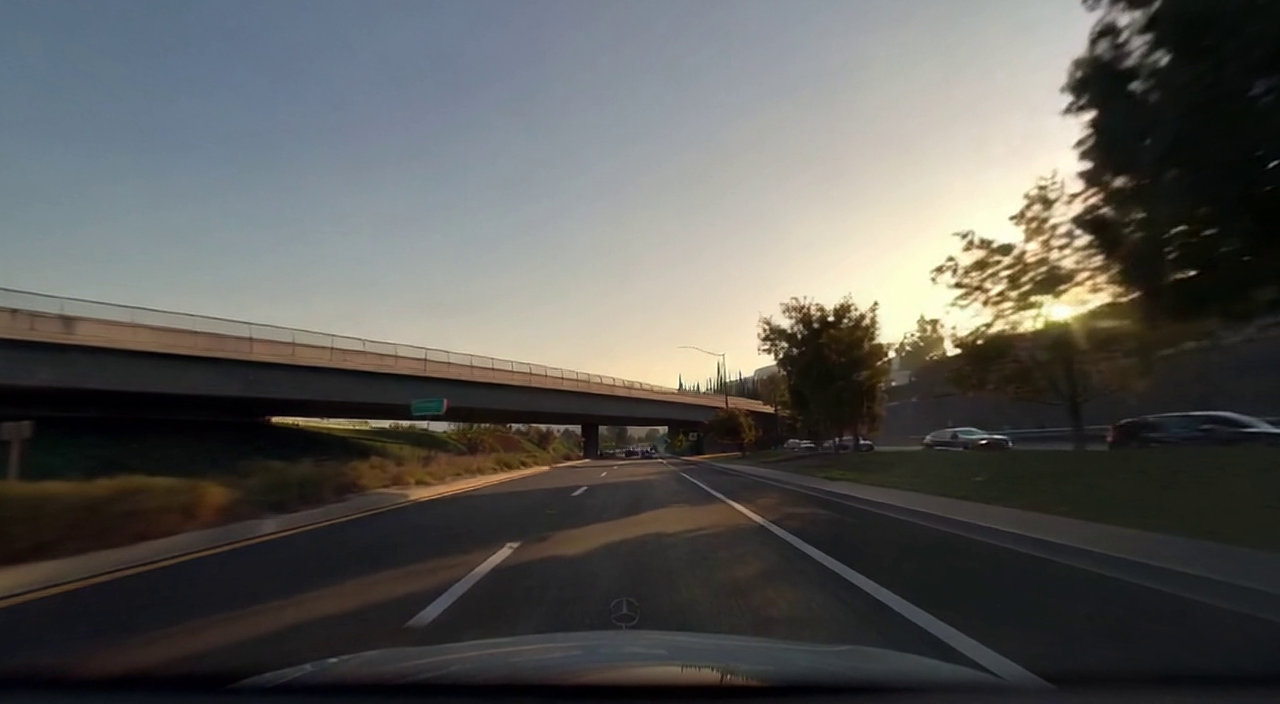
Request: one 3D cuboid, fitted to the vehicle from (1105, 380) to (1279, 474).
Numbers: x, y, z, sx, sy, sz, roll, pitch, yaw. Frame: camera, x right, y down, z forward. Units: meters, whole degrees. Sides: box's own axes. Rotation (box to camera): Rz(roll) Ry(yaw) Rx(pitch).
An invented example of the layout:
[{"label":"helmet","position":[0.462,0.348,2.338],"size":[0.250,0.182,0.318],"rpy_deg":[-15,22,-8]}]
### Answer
[{"label":"vehicle","position":[30.133,3.886,32.068],"size":[2.914,4.132,13.954],"rpy_deg":[-3,-8,3]}]
